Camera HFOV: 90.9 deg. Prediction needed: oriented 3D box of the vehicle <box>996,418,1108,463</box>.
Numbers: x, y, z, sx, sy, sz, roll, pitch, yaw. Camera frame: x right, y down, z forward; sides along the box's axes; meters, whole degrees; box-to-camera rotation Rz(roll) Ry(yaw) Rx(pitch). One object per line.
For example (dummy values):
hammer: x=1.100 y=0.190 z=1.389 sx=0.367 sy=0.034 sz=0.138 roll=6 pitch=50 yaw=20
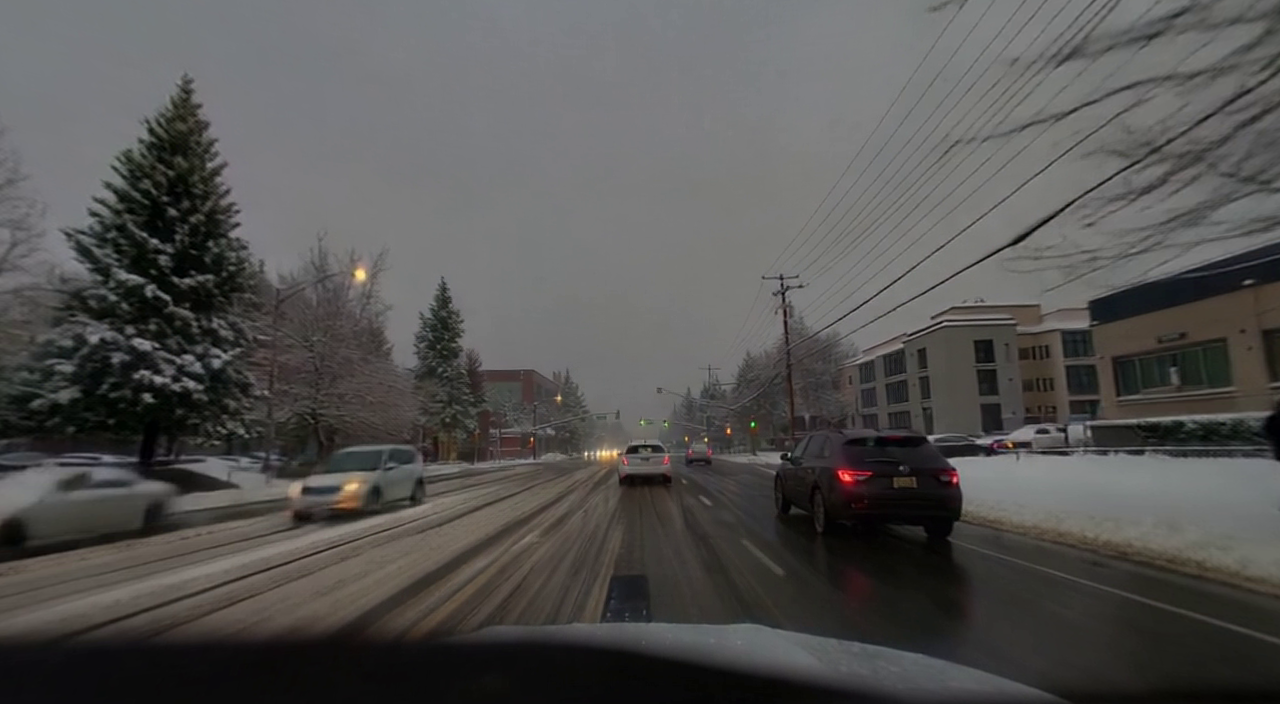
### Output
vehicle: x=18.719 y=4.138 z=28.986 sx=1.950 sy=1.797 sz=4.967 roll=-3 pitch=-10 yaw=3

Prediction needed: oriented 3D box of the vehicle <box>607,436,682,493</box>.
vehicle: x=0.133 y=3.615 z=20.634 sx=2.200 sy=1.653 sz=4.127 roll=0 pitch=-9 yaw=0

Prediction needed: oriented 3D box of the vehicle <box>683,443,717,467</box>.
vehicle: x=3.938 y=6.876 z=42.152 sx=1.880 sy=1.503 sz=4.130 roll=0 pitch=-9 yaw=0

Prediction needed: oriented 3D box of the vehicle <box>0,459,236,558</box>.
vehicle: x=-10.542 y=2.940 z=12.563 sx=1.967 sy=1.494 sz=4.483 roll=0 pitch=-9 yaw=0

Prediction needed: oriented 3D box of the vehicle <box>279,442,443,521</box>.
vehicle: x=-6.658 y=3.092 z=15.711 sx=2.008 sy=1.638 sz=4.552 roll=0 pitch=-9 yaw=0

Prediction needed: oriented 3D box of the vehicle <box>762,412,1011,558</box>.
vehicle: x=3.373 y=1.922 z=9.813 sx=2.024 sy=1.711 sz=4.512 roll=0 pitch=-9 yaw=0
